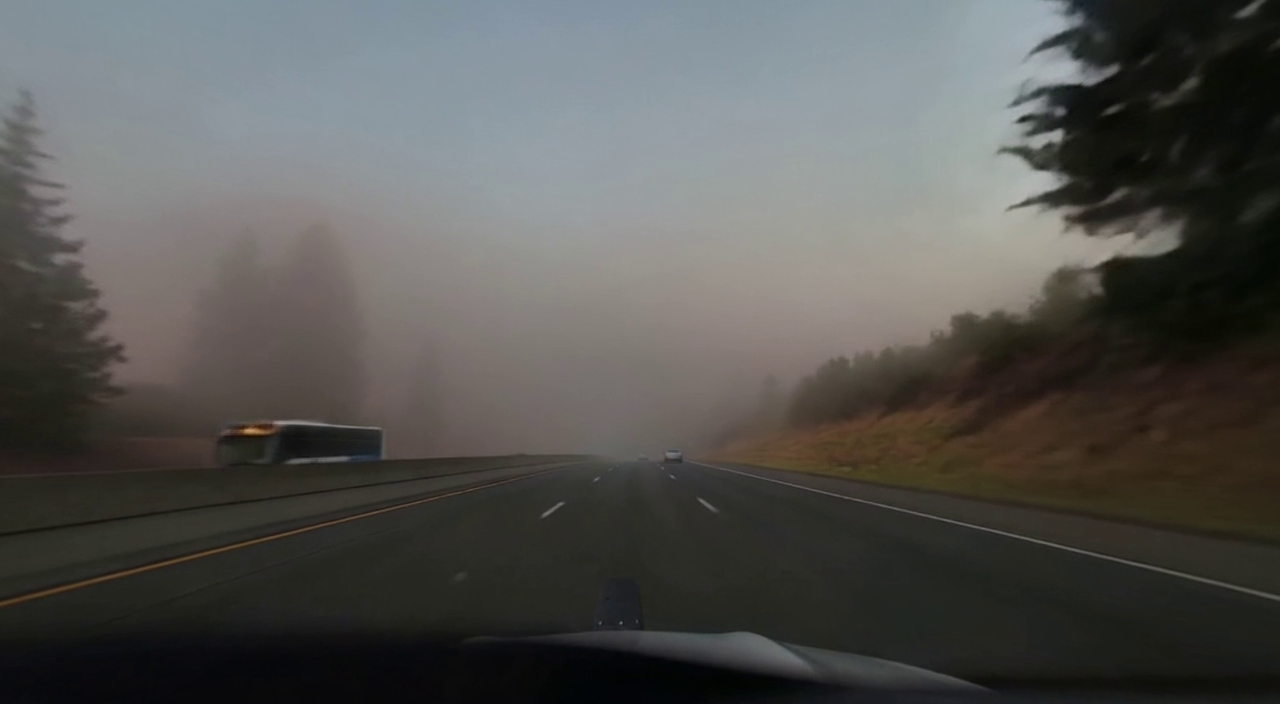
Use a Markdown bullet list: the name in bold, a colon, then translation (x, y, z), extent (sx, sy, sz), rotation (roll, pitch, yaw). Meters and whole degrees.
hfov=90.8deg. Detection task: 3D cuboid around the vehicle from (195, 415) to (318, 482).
- **vehicle**: translation (-20.752, 5.277, 34.610), extent (2.938, 3.294, 5.899), rotation (0, -9, 0)
